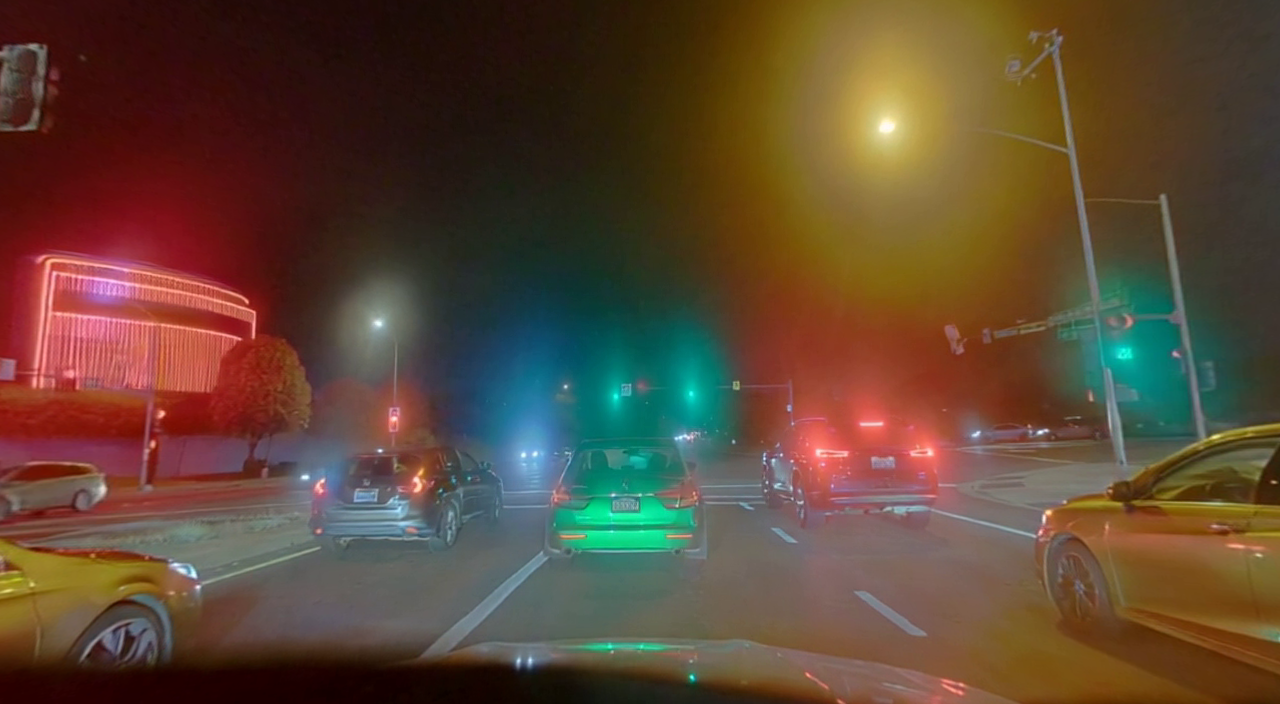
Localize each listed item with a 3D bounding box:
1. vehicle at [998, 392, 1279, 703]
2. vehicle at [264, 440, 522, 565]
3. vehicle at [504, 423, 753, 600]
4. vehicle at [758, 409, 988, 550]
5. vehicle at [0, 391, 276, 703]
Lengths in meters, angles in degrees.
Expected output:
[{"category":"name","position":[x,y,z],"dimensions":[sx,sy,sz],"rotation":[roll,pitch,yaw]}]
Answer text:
[{"category":"vehicle","position":[3.936,0.977,3.137],"dimensions":[1.800,1.519,4.198],"rotation":[0,-8,0]},{"category":"vehicle","position":[-3.302,2.080,9.577],"dimensions":[1.995,1.436,4.373],"rotation":[-1,-8,2]},{"category":"vehicle","position":[-0.122,1.682,7.556],"dimensions":[2.140,1.499,4.119],"rotation":[0,-8,-1]},{"category":"vehicle","position":[3.310,1.898,10.019],"dimensions":[1.992,1.744,4.183],"rotation":[0,-8,0]},{"category":"vehicle","position":[-3.477,0.861,1.906],"dimensions":[2.016,1.547,4.414],"rotation":[0,-8,1]}]
